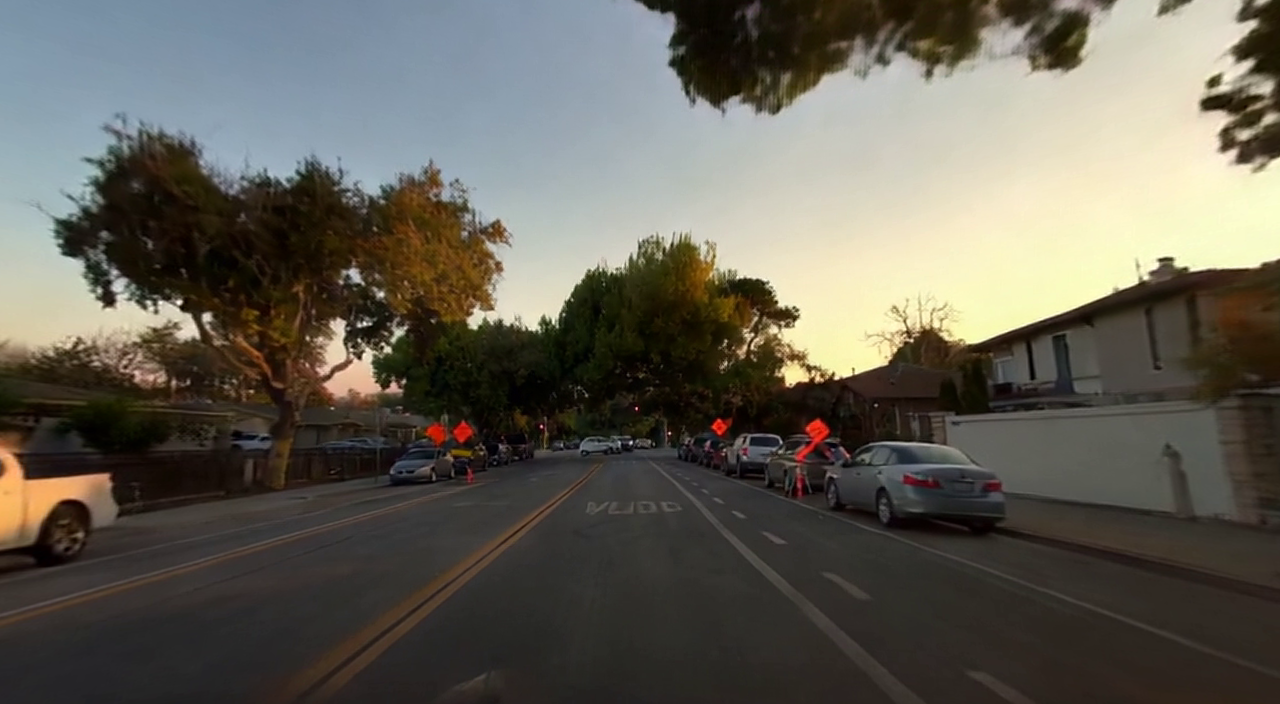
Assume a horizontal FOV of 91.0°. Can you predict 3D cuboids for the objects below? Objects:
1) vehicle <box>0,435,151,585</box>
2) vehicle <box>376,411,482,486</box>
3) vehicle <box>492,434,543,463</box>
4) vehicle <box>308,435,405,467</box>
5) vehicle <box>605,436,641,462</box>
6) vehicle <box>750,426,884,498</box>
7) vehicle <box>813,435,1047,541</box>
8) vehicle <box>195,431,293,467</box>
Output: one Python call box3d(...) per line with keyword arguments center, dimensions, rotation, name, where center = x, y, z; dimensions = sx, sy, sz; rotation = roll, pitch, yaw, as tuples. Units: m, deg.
box3d(center=(-8.168, 1.750, 6.880), dimensions=(1.950, 1.672, 4.664), rotation=(0, -9, -2), name="vehicle")
box3d(center=(-8.086, 3.773, 24.703), dimensions=(2.526, 2.631, 4.228), rotation=(0, -9, 2), name="vehicle")
box3d(center=(-8.985, 7.178, 46.829), dimensions=(2.659, 2.047, 6.014), rotation=(0, -9, -1), name="vehicle")
box3d(center=(-16.792, 5.912, 37.467), dimensions=(4.779, 1.823, 1.964), rotation=(0, -9, 0), name="vehicle")
box3d(center=(-0.994, 6.069, 39.373), dimensions=(2.151, 1.481, 4.084), rotation=(0, -9, 0), name="vehicle")
box3d(center=(4.667, 2.995, 17.484), dimensions=(2.225, 1.715, 4.755), rotation=(0, -9, -1), name="vehicle")
box3d(center=(4.663, 2.231, 11.043), dimensions=(1.912, 1.463, 4.477), rotation=(0, -9, -1), name="vehicle")
box3d(center=(-23.724, 5.811, 37.825), dimensions=(4.491, 2.031, 2.045), rotation=(-1, -8, 0), name="vehicle")
